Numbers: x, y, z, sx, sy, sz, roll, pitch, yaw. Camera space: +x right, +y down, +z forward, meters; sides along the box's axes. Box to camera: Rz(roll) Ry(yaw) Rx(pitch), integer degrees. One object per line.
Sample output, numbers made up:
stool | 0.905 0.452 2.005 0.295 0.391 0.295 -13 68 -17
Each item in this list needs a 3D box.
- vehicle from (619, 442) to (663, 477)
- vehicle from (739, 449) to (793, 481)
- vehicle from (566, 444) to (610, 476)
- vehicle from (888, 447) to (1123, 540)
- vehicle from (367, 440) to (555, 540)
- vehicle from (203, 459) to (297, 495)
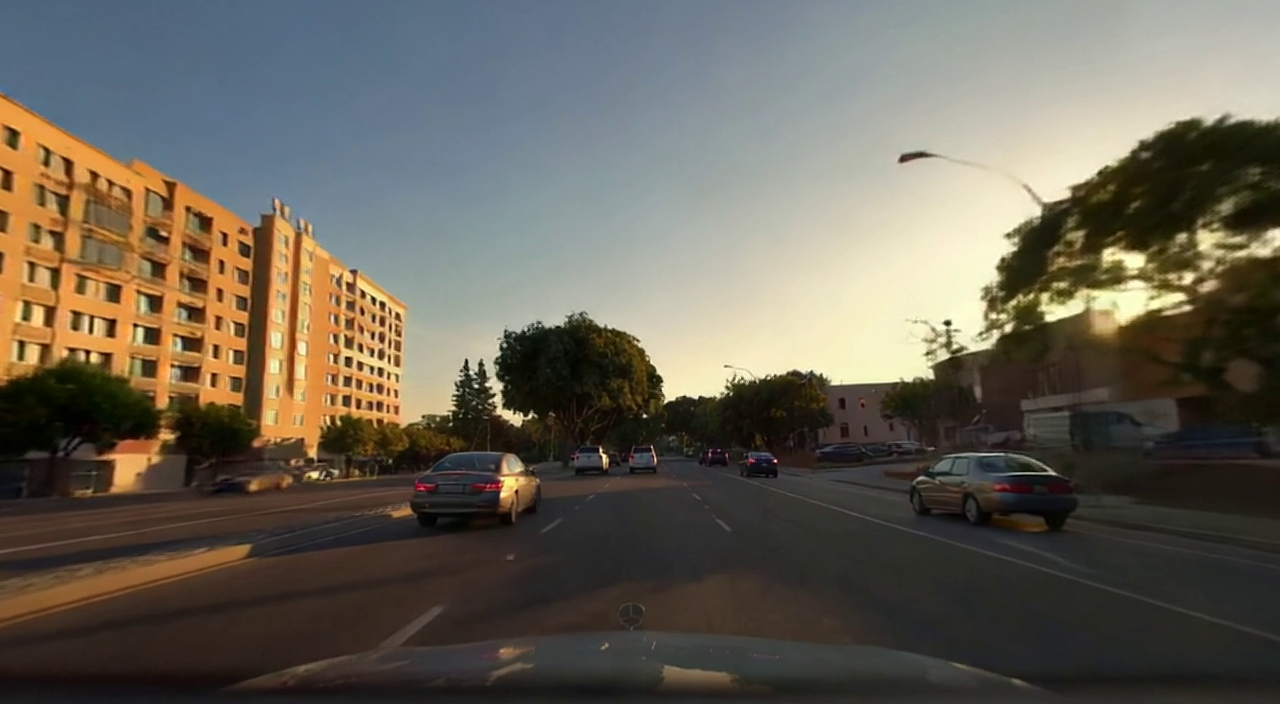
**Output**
vehicle | 0.076 6.066 35.734 2.304 1.795 4.526 0 -9 1
vehicle | 6.108 5.503 30.995 1.884 1.458 4.245 0 -9 2
vehicle | -3.009 6.398 37.621 2.117 1.799 4.442 0 -9 2
vehicle | 6.768 2.620 12.430 1.865 1.458 4.605 0 -9 0
vehicle | -3.006 2.436 11.772 2.095 1.486 4.411 0 -9 2
vehicle | -20.388 6.529 33.245 2.014 1.663 4.472 0 -9 1
